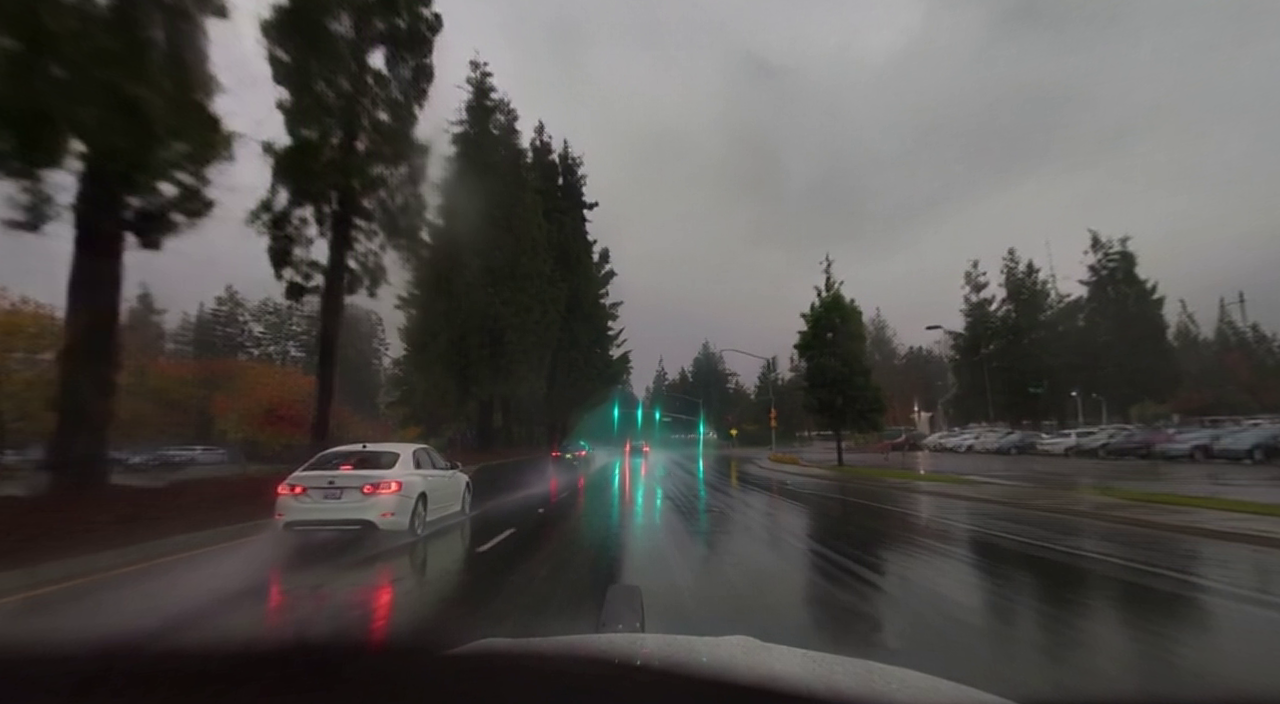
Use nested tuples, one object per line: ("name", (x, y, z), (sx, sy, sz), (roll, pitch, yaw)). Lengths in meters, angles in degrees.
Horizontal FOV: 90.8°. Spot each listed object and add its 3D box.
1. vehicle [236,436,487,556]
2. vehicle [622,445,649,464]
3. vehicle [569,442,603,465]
("vehicle", (-3.872, 2.059, 9.809), (1.905, 1.418, 4.396), (0, -9, 0))
("vehicle", (-0.383, 7.919, 49.019), (1.991, 1.431, 4.199), (0, -9, -1))
("vehicle", (-3.892, 7.459, 46.457), (2.103, 1.592, 4.160), (0, -9, 1))
